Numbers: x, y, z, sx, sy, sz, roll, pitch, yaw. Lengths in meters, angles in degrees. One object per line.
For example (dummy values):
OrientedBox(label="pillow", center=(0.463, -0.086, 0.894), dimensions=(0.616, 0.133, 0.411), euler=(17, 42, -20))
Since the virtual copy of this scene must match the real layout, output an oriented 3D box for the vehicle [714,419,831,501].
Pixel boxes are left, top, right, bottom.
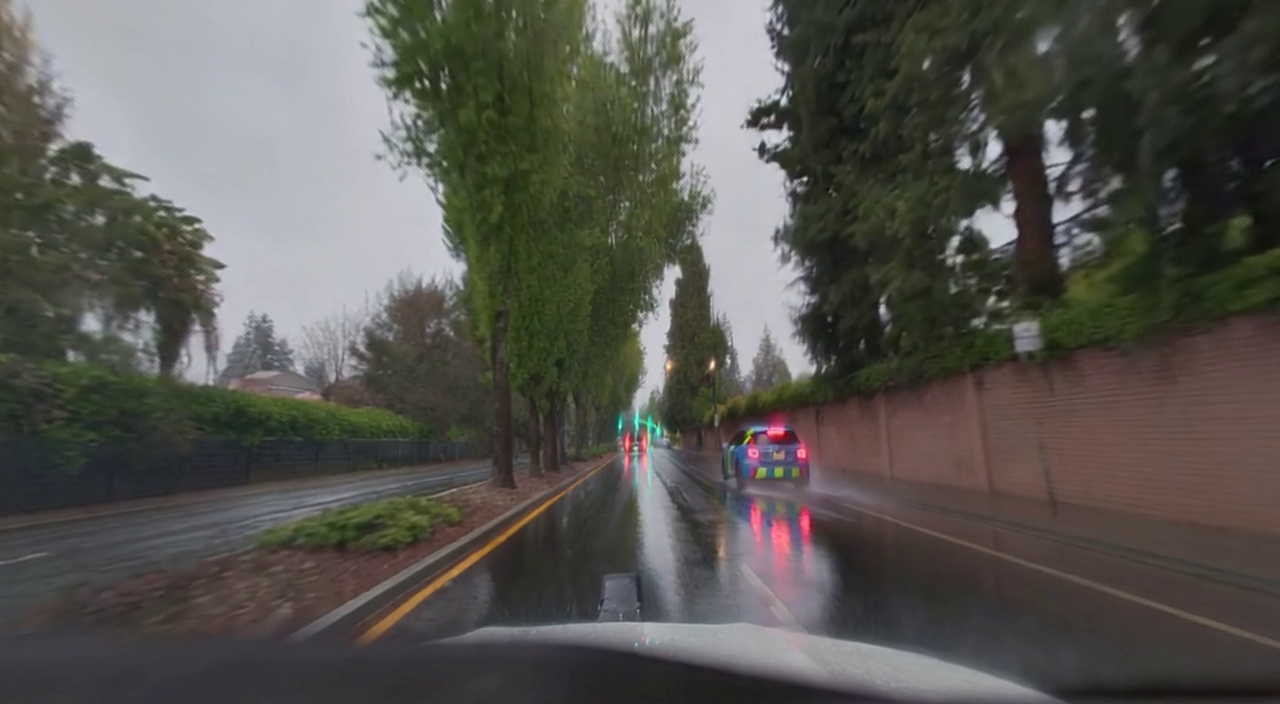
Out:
OrientedBox(label="vehicle", center=(3.029, 2.575, 15.357), dimensions=(1.840, 1.709, 4.202), euler=(0, -8, -2))
